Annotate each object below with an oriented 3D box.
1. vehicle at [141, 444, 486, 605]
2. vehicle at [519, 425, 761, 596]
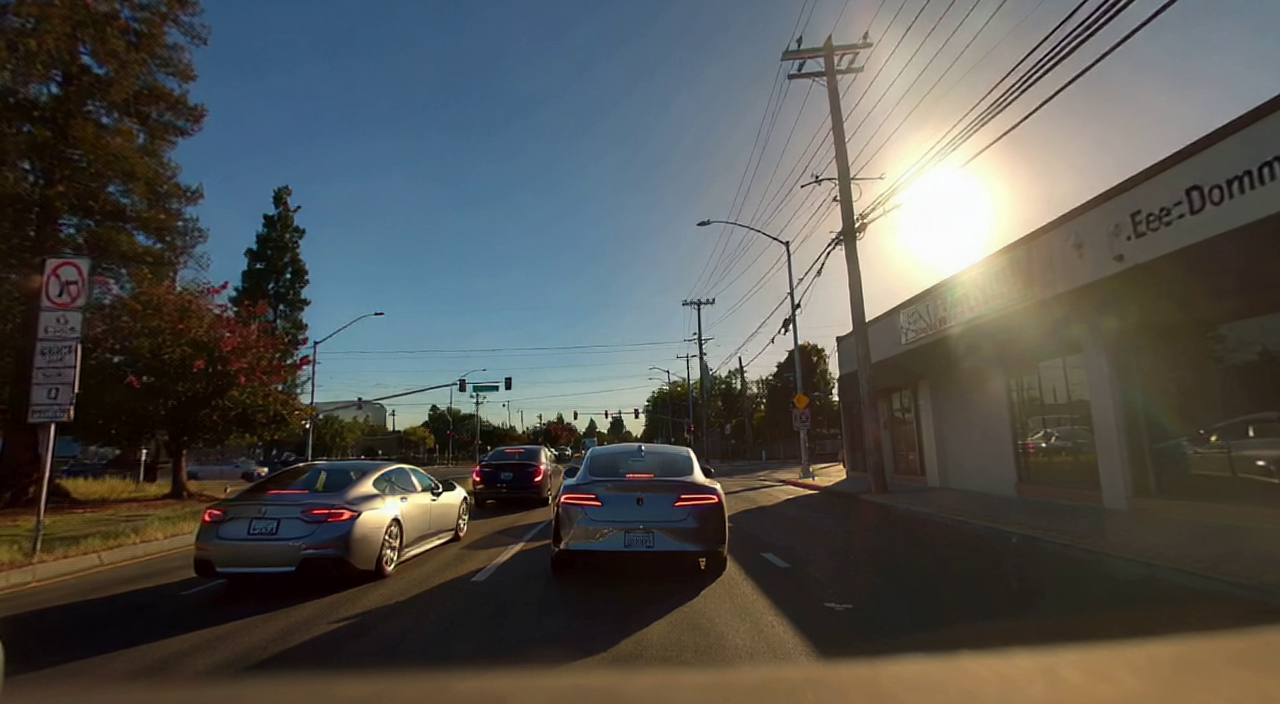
[{"bbox_3d":[-3.231,1.742,7.321,1.765,1.319,4.013,0,-9,2],"label":"vehicle"},{"bbox_3d":[-0.009,1.680,7.537,2.101,1.469,3.955,0,-9,0],"label":"vehicle"}]
